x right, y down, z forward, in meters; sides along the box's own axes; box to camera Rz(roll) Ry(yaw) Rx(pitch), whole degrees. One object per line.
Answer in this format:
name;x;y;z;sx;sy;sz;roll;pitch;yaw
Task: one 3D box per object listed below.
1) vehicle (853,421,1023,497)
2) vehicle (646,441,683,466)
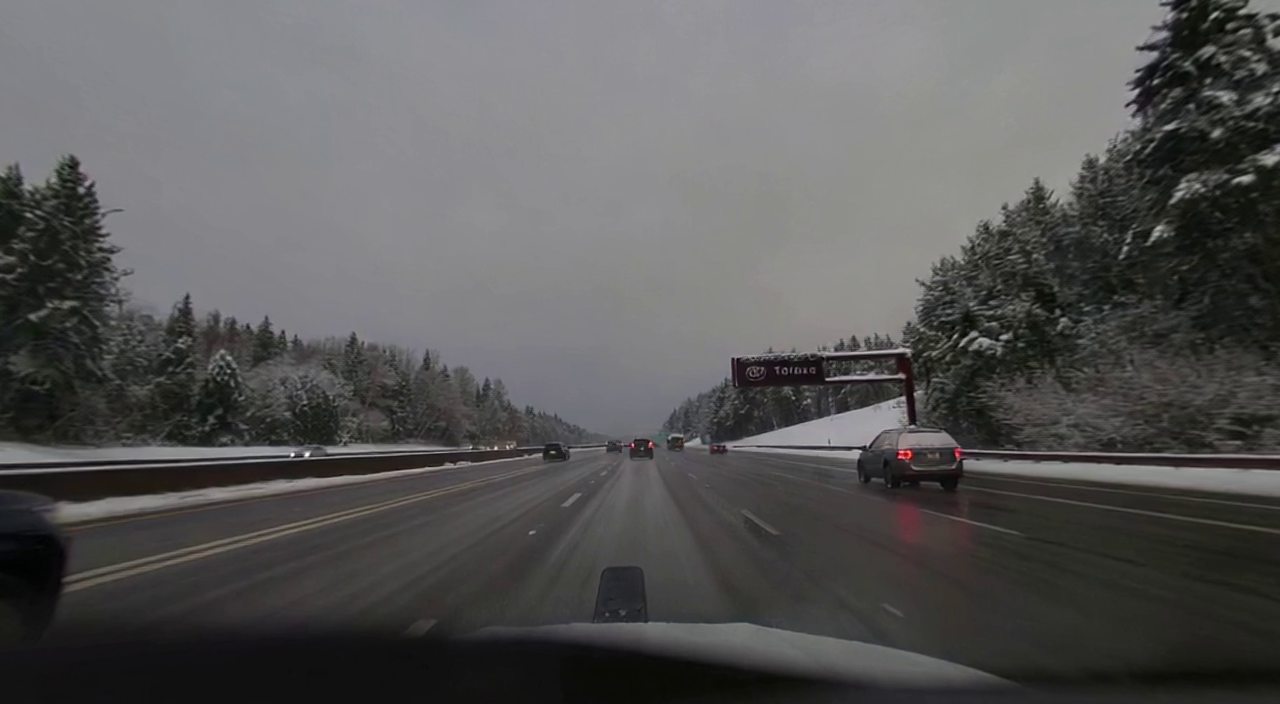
vehicle;7.915;2.905;17.461;2.123;1.756;4.959;0;-8;-2
vehicle;1.447;6.278;39.158;2.050;1.452;3.917;0;-8;-1
